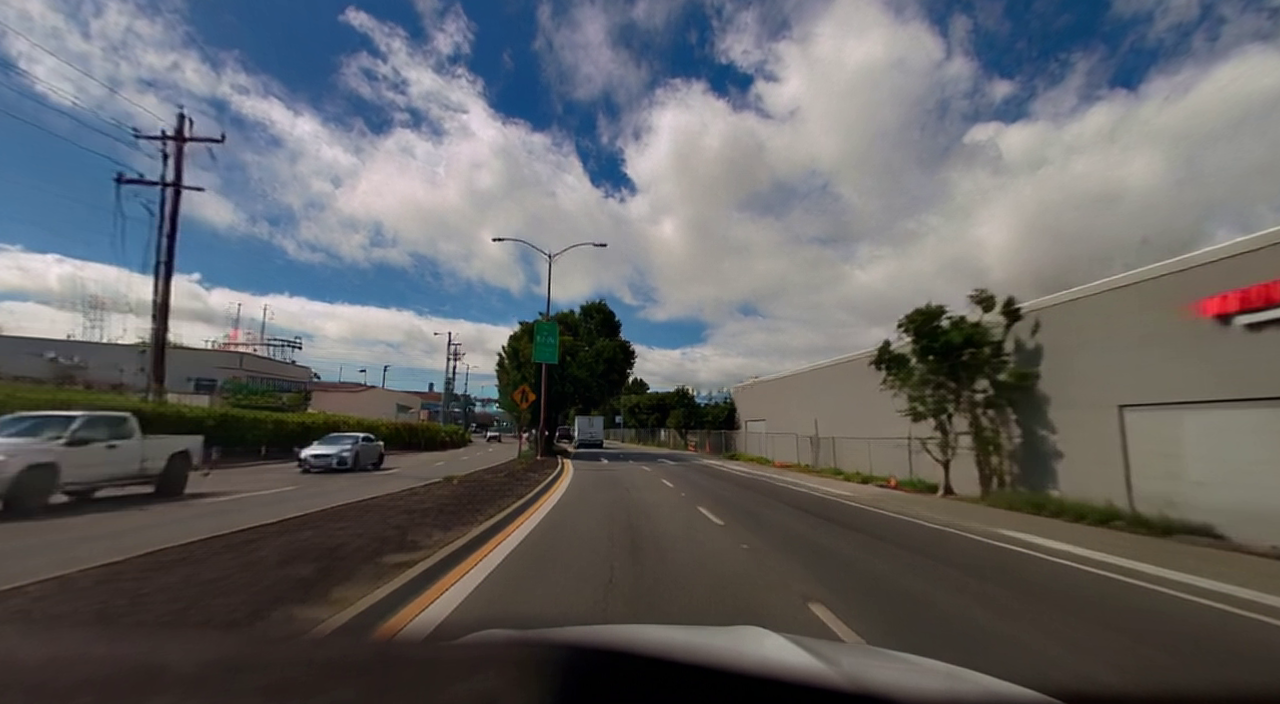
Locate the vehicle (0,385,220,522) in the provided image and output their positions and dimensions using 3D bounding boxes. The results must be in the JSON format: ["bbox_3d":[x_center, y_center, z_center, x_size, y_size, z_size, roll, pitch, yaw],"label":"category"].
[{"bbox_3d":[-10.326,1.758,11.247,2.198,1.916,5.296,1,-8,-3],"label":"vehicle"}]

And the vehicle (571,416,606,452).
[{"bbox_3d":[-4.130,6.472,49.537,2.276,2.706,5.232,1,-8,-9],"label":"vehicle"}]

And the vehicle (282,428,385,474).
[{"bbox_3d":[-11.016,3.586,23.014,1.897,1.515,3.986,1,-8,-3],"label":"vehicle"}]
